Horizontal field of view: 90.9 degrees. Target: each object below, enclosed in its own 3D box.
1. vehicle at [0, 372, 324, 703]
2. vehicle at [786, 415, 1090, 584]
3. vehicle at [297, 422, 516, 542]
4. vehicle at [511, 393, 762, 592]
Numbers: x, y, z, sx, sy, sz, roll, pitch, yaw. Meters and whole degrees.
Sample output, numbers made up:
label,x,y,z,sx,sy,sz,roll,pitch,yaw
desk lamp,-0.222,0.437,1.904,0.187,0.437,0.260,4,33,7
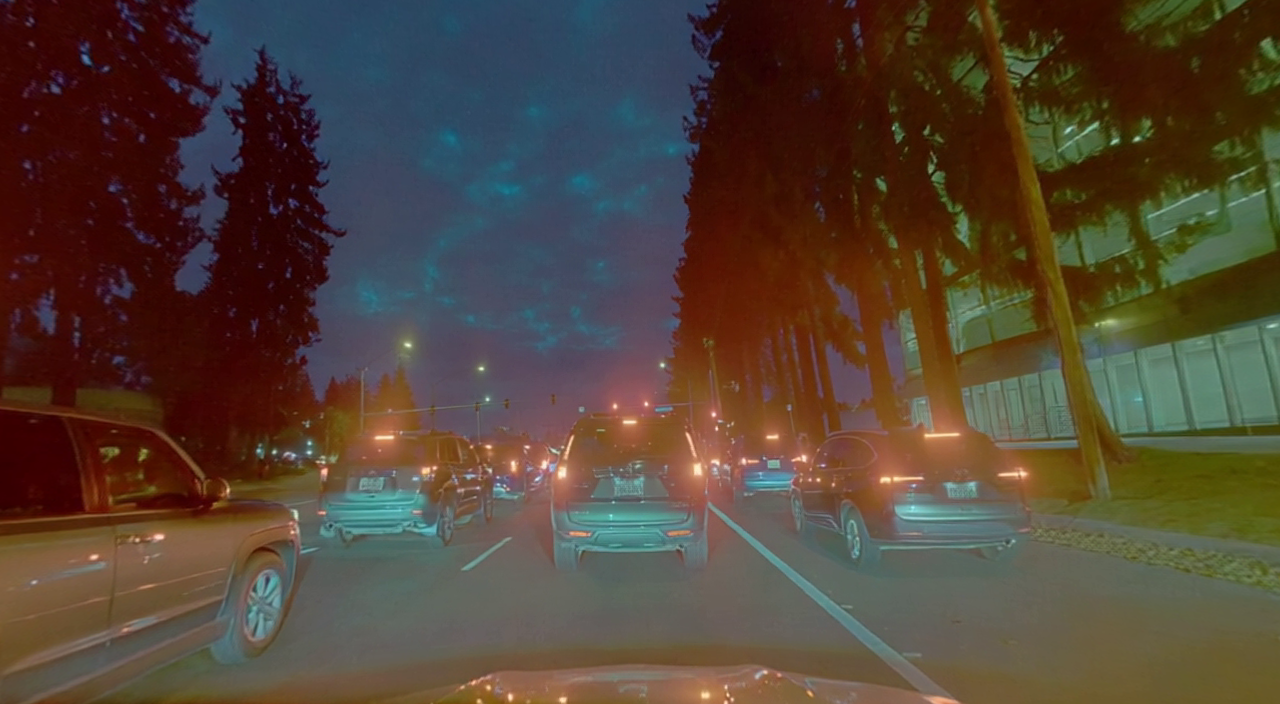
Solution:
label,x,y,z,sx,sy,sz,roll,pitch,yaw
vehicle,-3.781,0.991,3.292,1.929,1.641,4.193,0,-8,2
vehicle,3.262,1.667,7.858,1.922,1.579,3.642,0,-8,-1
vehicle,-3.660,2.112,10.916,2.042,1.641,4.314,0,-8,1
vehicle,-0.009,1.534,7.640,2.193,1.744,4.033,0,-8,1
